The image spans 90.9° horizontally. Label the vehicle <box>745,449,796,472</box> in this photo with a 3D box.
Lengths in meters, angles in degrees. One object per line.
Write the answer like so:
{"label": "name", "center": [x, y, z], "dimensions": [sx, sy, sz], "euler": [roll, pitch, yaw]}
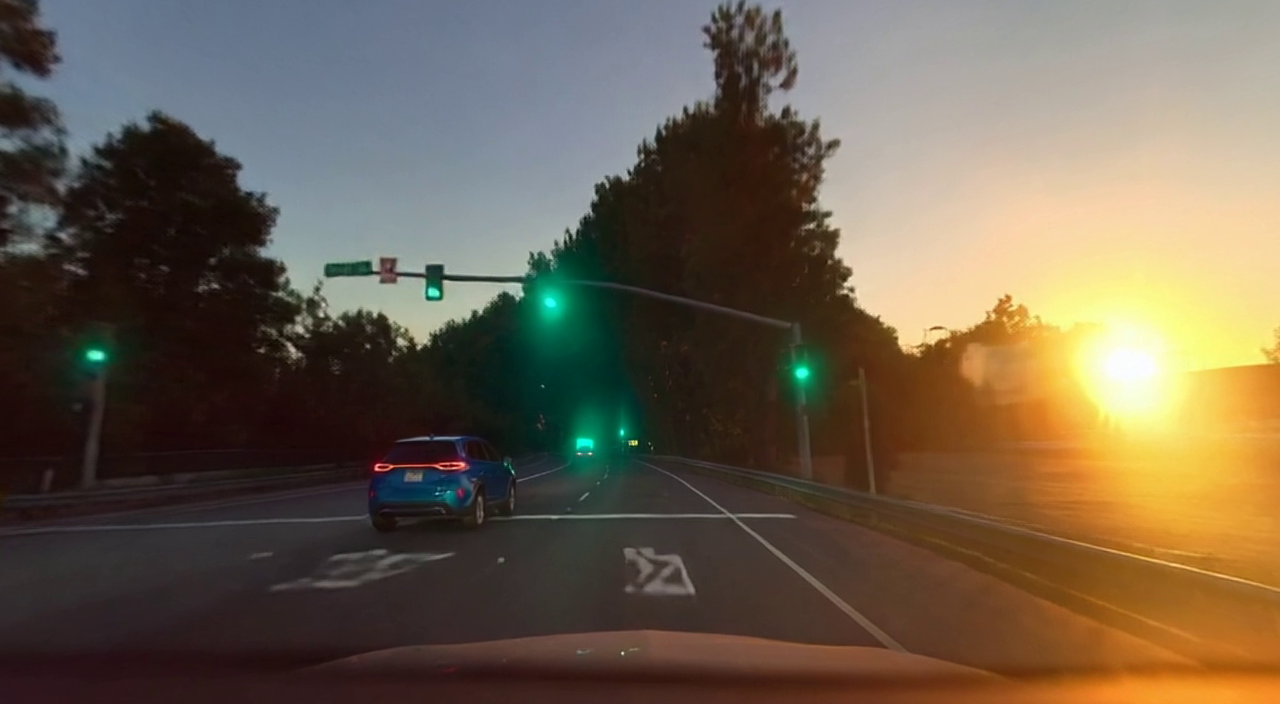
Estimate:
{"label": "vehicle", "center": [8.926, 7.431, 43.235], "dimensions": [1.606, 1.438, 3.446], "euler": [2, -10, -25]}

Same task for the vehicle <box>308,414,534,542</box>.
{"label": "vehicle", "center": [-3.637, 2.224, 11.792], "dimensions": [2.336, 1.857, 4.986], "euler": [0, -9, 1]}
